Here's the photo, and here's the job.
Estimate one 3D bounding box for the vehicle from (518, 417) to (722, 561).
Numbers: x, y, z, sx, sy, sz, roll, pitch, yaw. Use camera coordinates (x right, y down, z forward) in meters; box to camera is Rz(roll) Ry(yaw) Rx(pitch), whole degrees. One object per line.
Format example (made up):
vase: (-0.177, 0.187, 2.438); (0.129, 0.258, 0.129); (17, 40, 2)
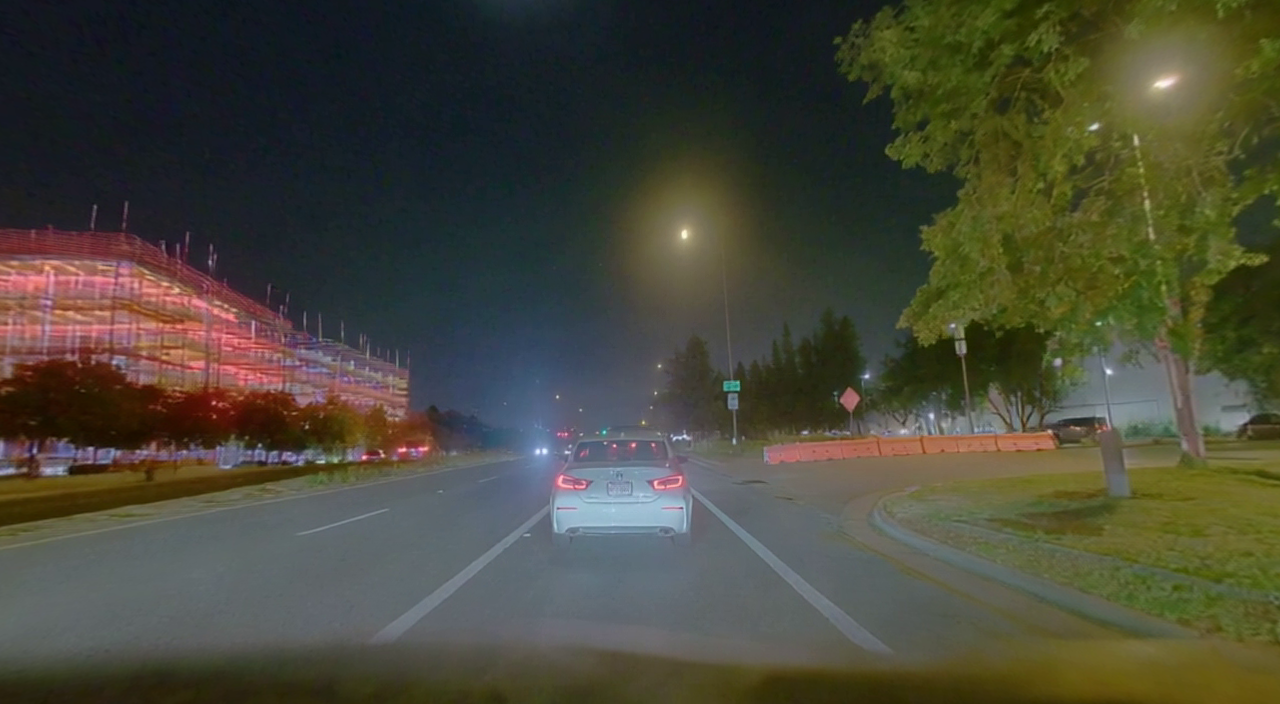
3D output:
vehicle: (-0.215, 1.725, 8.649); (2.112, 1.482, 4.076); (0, -8, 0)

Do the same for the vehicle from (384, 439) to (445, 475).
vehicle: (-10.208, 4.656, 28.327); (2.072, 1.465, 4.394); (4, -9, -25)
